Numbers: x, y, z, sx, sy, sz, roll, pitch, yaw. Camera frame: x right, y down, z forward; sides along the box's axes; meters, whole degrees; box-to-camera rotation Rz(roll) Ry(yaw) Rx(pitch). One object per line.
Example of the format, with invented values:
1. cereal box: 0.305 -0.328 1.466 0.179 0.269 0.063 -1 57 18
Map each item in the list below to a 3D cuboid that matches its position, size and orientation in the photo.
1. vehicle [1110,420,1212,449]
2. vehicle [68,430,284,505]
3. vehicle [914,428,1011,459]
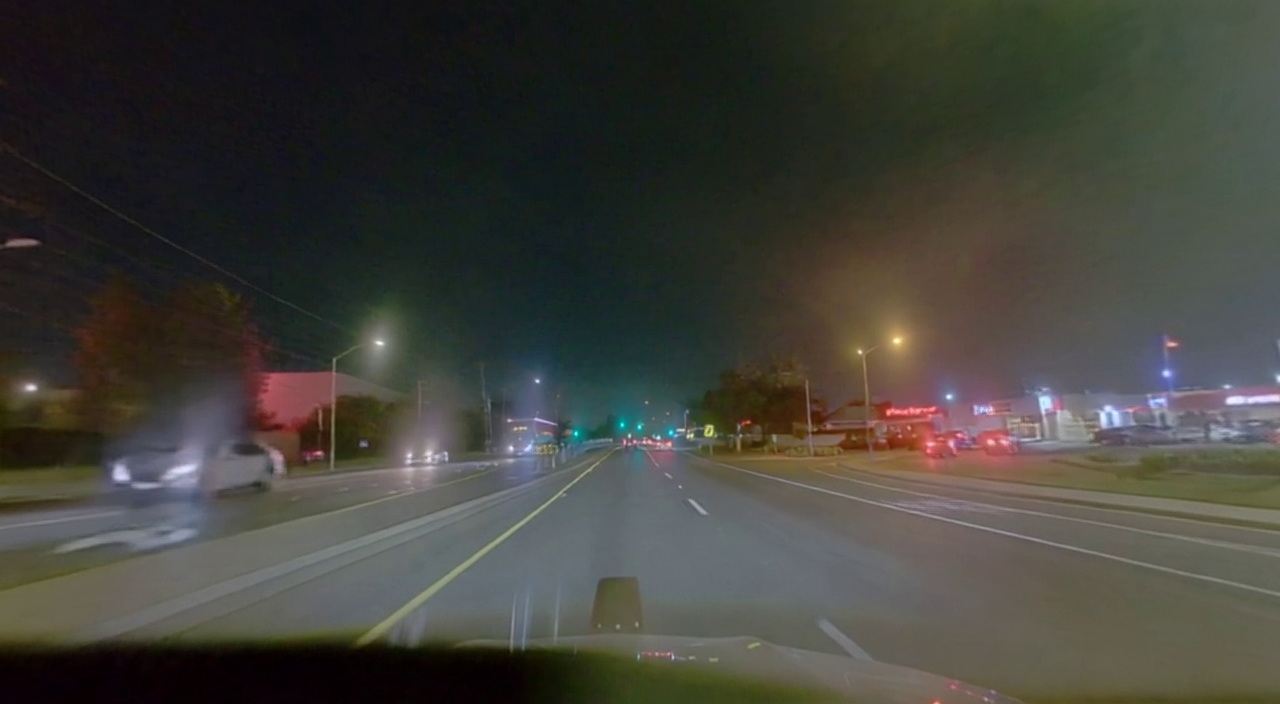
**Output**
1. vehicle: 32.950 5.271 40.201 2.083 1.716 5.134 0 -8 0
2. vehicle: -12.760 3.182 17.988 2.057 1.795 5.300 -1 -8 1
3. vehicle: 17.781 5.083 34.974 4.264 1.428 1.822 -4 -9 4
